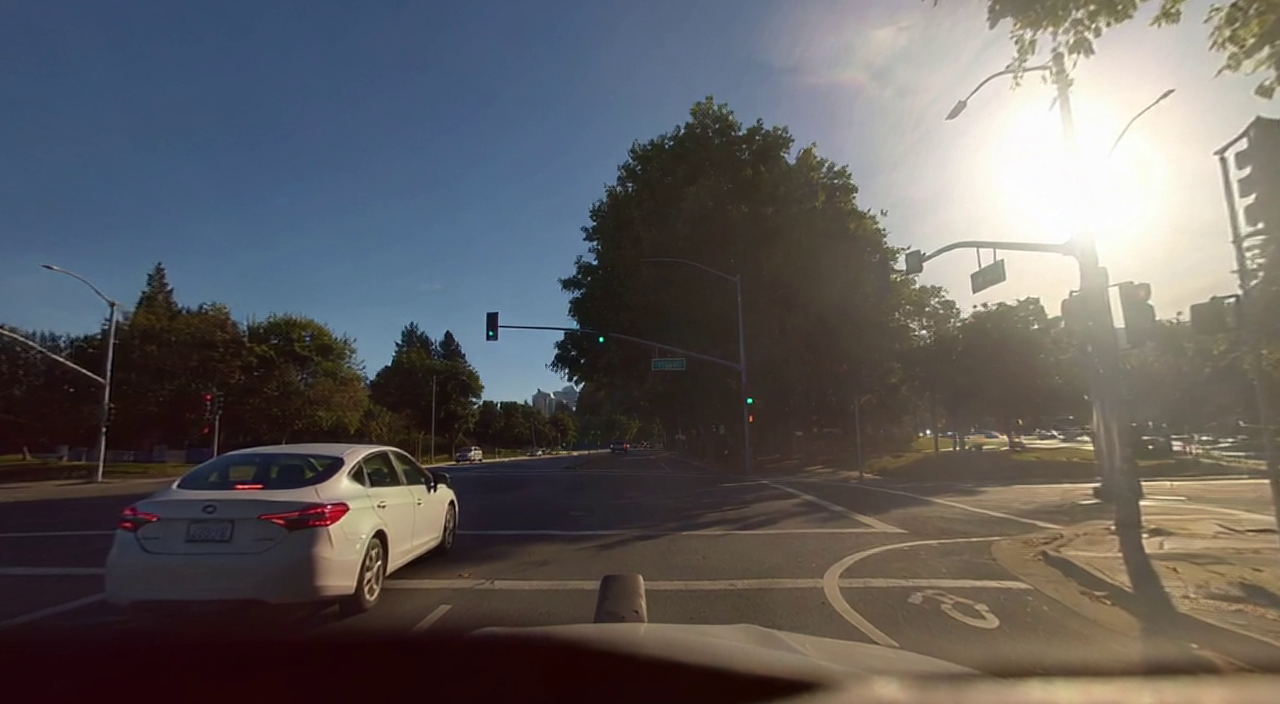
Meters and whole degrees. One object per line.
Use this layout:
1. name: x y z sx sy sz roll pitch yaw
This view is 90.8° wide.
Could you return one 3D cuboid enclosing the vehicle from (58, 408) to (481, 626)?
1. vehicle: -3.320 1.556 7.011 2.076 1.599 4.483 0 -8 -2
